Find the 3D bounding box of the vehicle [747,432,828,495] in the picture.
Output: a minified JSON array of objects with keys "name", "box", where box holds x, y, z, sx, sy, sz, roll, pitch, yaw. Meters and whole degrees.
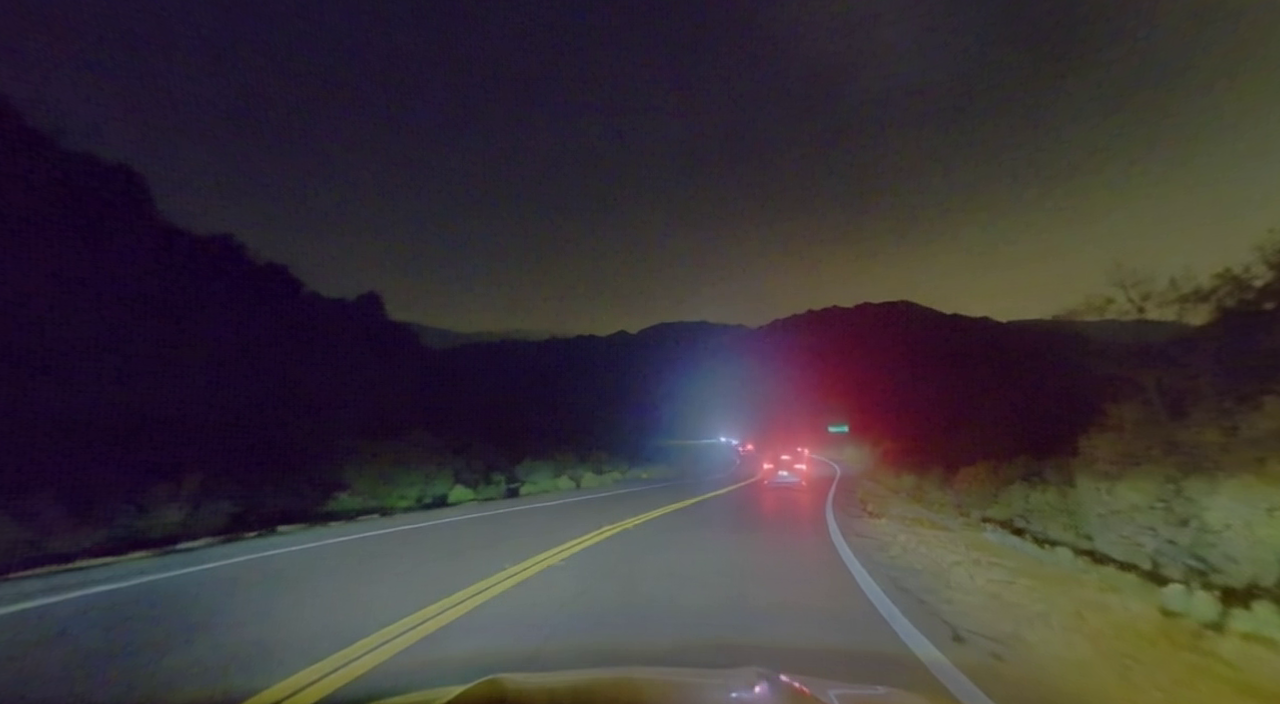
[{"name":"vehicle","box":[5.493,3.989,23.076,2.500,1.961,5.637,-3,-9,15]}]
